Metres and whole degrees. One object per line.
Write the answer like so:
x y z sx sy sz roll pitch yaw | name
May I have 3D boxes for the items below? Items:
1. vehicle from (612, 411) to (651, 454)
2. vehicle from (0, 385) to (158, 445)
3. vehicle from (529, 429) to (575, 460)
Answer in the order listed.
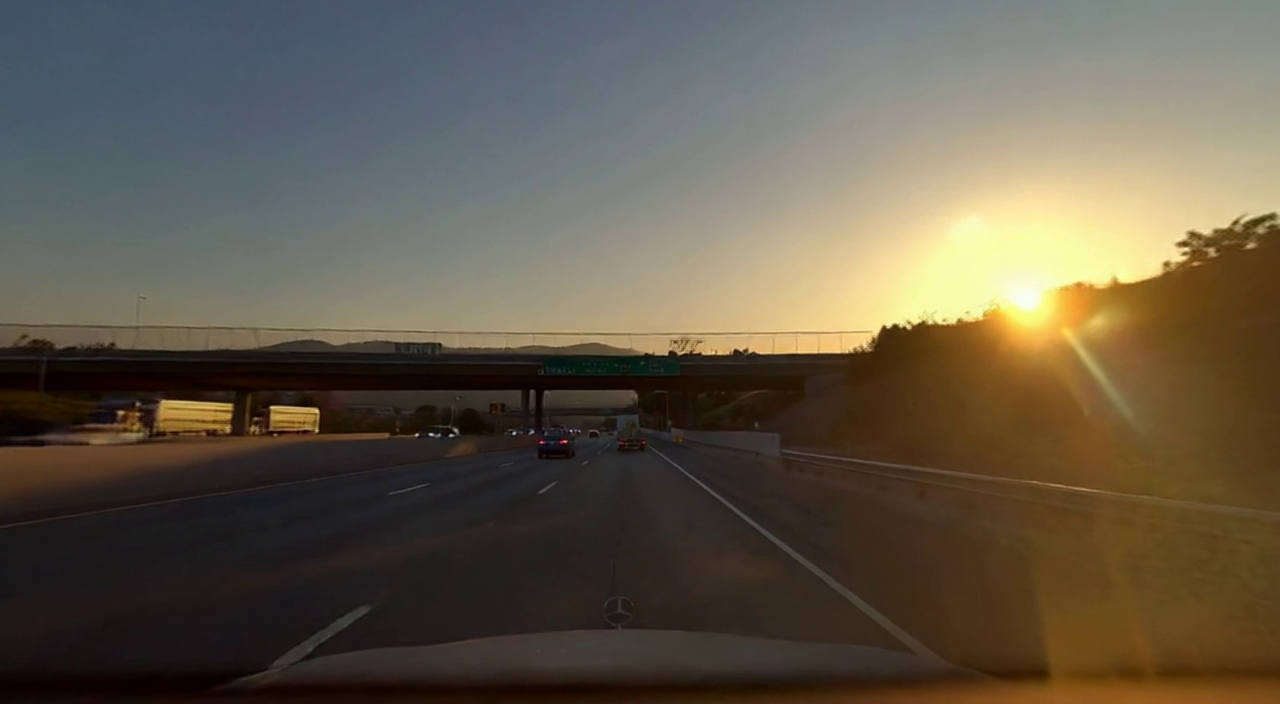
-0.625 5.490 42.700 2.418 2.704 6.445 0 -8 -1 | vehicle
-42.038 4.922 47.258 2.920 3.981 10.604 0 -8 1 | vehicle
-4.644 4.937 33.578 1.932 1.544 3.864 0 -8 0 | vehicle
